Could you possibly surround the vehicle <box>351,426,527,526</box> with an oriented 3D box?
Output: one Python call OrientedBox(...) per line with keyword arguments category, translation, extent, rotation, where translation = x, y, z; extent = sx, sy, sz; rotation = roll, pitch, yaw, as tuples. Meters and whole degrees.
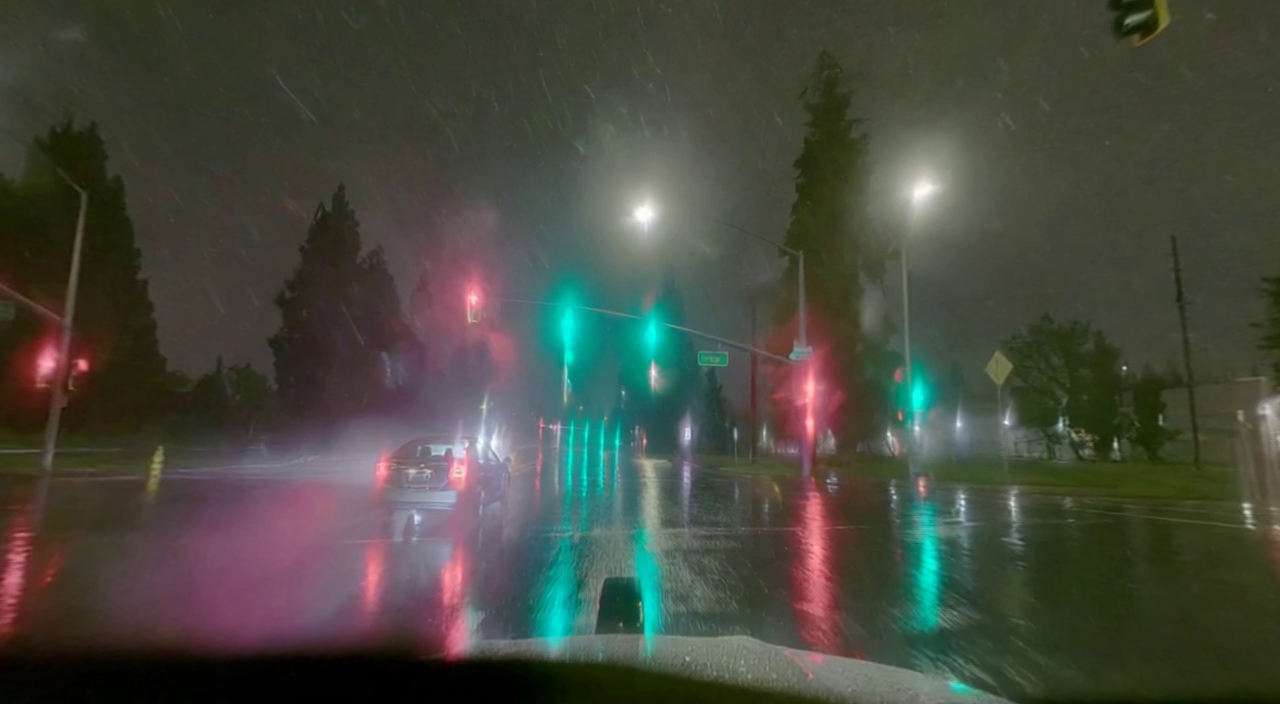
OrientedBox(category="vehicle", translation=(-3.477, 2.223, 11.898), extent=(1.915, 1.521, 4.283), rotation=(0, -8, 0))
